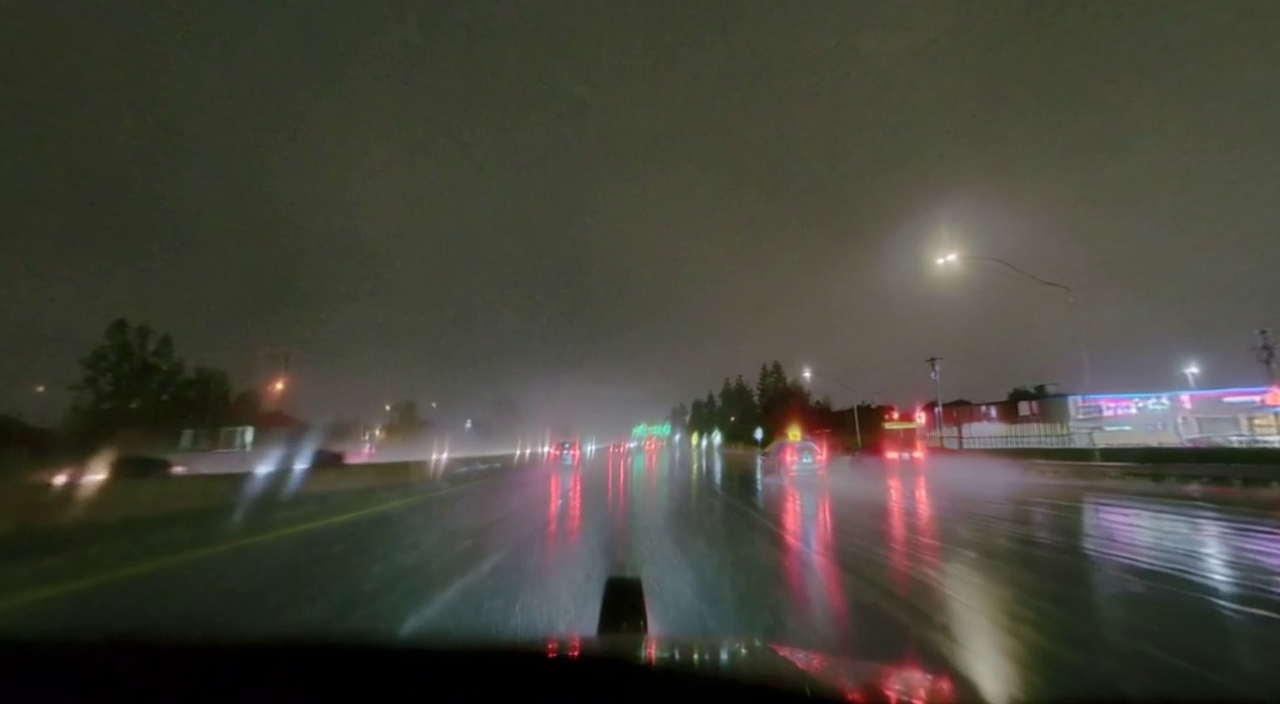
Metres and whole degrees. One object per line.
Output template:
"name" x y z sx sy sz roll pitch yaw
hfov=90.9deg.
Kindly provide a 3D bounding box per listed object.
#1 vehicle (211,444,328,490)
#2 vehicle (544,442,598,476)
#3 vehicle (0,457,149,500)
"vehicle" -14.384 4.450 24.824 1.868 1.603 4.417 -1 -9 1
"vehicle" -3.340 5.291 31.417 2.114 1.510 4.186 -1 -9 1
"vehicle" -25.058 5.567 28.132 2.072 1.544 5.277 -2 -8 0
